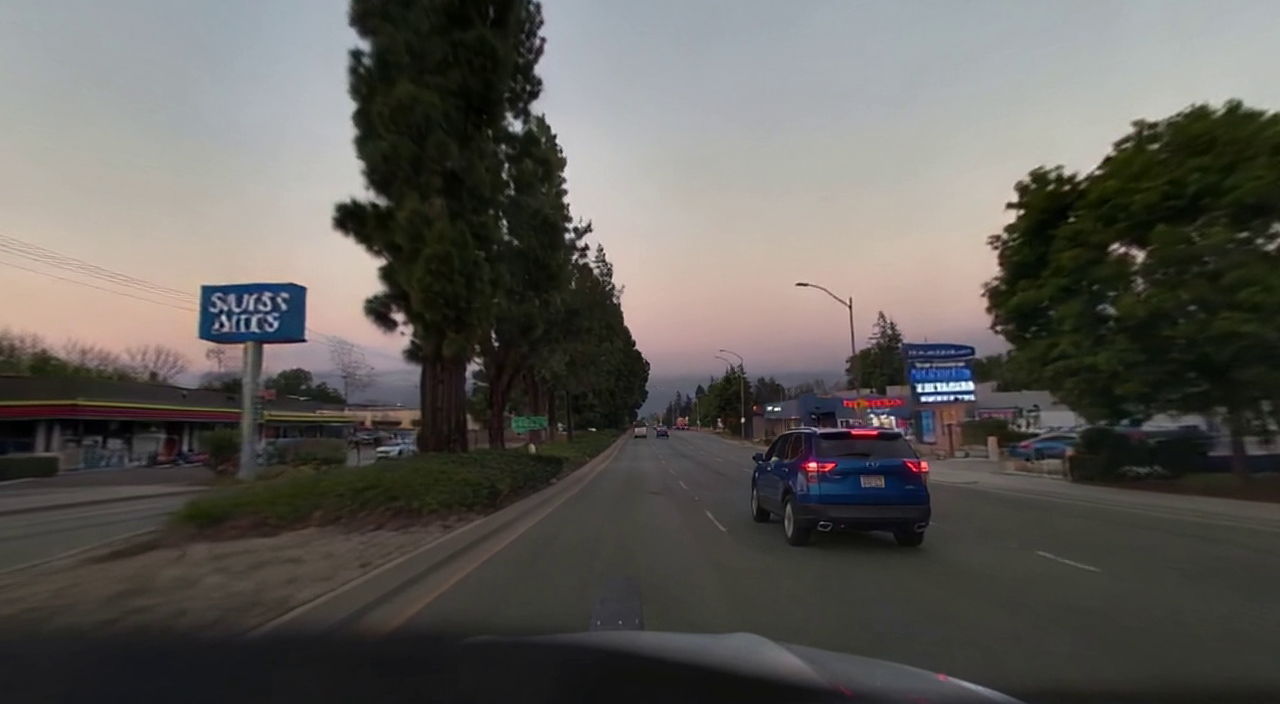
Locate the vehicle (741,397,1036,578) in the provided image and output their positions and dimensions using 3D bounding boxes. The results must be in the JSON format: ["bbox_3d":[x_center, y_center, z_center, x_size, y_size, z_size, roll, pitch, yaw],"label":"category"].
[{"bbox_3d":[2.858,1.700,8.689,2.130,1.790,4.615,0,-9,0],"label":"vehicle"}]

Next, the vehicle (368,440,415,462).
[{"bbox_3d":[-19.480,7.815,49.715,1.988,1.634,4.301,0,-9,-1],"label":"vehicle"}]
